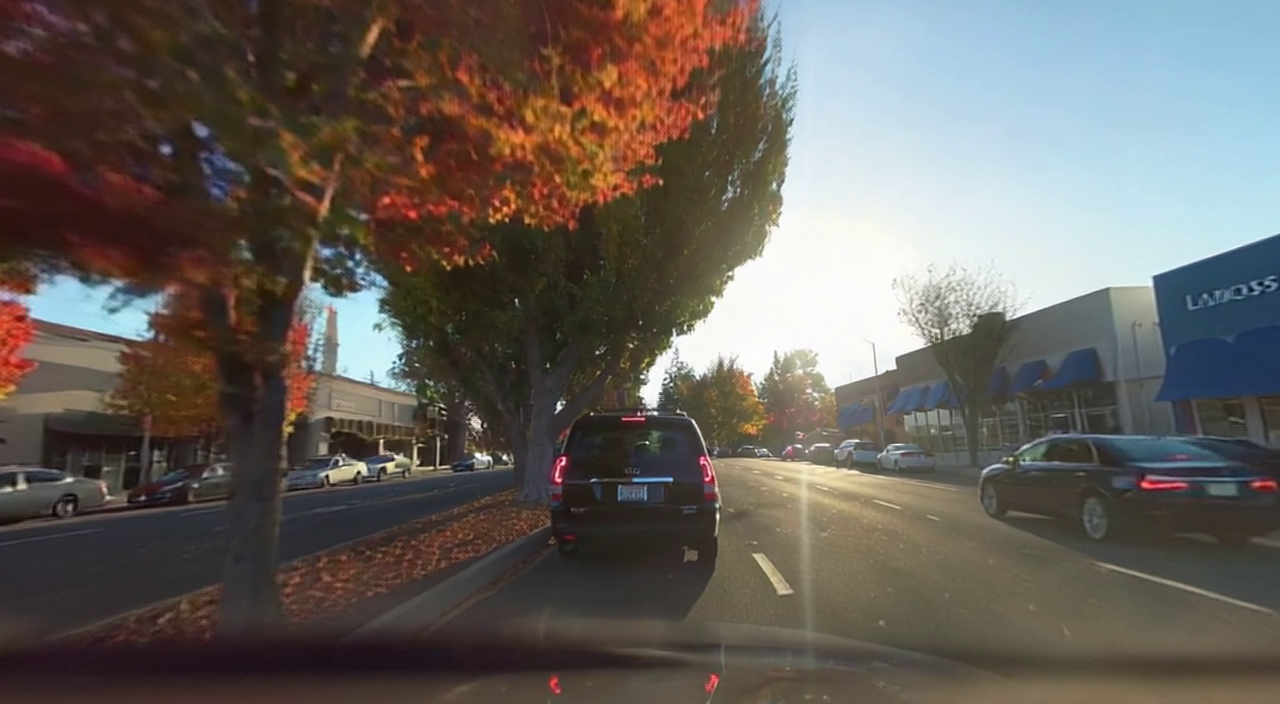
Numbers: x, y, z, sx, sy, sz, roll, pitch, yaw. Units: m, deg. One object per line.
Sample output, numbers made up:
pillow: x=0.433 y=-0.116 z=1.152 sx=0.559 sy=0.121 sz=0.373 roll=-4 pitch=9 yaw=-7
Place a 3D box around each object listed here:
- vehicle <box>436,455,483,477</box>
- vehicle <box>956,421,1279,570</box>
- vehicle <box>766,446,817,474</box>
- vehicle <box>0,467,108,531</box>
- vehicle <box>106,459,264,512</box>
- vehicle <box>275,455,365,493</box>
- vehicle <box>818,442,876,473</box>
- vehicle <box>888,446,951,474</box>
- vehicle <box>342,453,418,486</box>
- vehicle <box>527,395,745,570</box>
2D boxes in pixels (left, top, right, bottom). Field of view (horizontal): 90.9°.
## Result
vehicle: x=-13.475 y=8.491 z=47.328 sx=1.995 sy=1.466 sz=4.580 roll=0 pitch=-8 yaw=2
vehicle: x=6.674 y=1.851 z=9.059 sx=1.928 sy=1.529 sz=4.917 roll=-1 pitch=-8 yaw=3
vehicle: x=8.394 y=5.977 z=35.195 sx=1.886 sy=1.464 sz=4.290 roll=0 pitch=-8 yaw=2
vehicle: x=-15.491 y=3.481 z=14.955 sx=1.797 sy=1.351 sz=4.300 roll=-1 pitch=-8 yaw=5
vehicle: x=-14.954 y=4.369 z=21.110 sx=1.877 sy=1.445 sz=4.436 roll=0 pitch=-8 yaw=2
vehicle: x=-14.666 y=5.579 z=29.177 sx=1.947 sy=1.558 sz=4.065 roll=0 pitch=-8 yaw=2
vehicle: x=12.330 y=6.305 z=37.860 sx=2.040 sy=1.738 sz=4.414 roll=0 pitch=-8 yaw=1
vehicle: x=15.382 y=5.965 z=34.938 sx=1.916 sy=1.452 sz=3.811 roll=0 pitch=-9 yaw=4
vehicle: x=-14.185 y=6.404 z=34.775 sx=1.921 sy=1.621 sz=4.930 roll=-1 pitch=-8 yaw=3
vehicle: x=0.090 y=1.744 z=9.186 sx=2.344 sy=1.863 sz=4.665 roll=-1 pitch=-8 yaw=4
